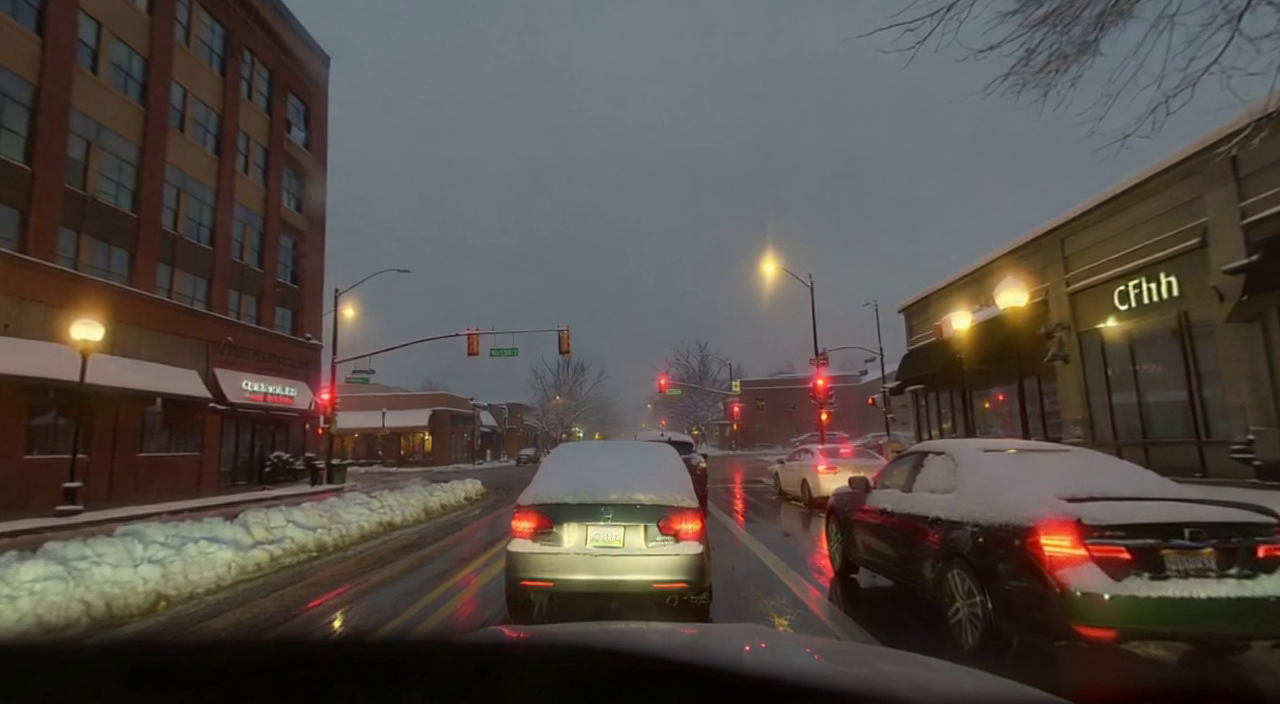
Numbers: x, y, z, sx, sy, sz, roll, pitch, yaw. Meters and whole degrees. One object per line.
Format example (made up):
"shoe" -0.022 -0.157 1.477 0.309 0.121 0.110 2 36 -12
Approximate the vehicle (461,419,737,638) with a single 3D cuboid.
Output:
"vehicle" -0.283 1.494 6.257 1.888 1.489 3.703 0 -8 0

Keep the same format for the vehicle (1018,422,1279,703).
"vehicle" 3.177 0.828 1.110 2.006 1.496 4.767 0 -9 -1

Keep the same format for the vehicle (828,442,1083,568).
"vehicle" 4.538 2.210 10.048 1.912 1.505 4.618 -1 -8 4
